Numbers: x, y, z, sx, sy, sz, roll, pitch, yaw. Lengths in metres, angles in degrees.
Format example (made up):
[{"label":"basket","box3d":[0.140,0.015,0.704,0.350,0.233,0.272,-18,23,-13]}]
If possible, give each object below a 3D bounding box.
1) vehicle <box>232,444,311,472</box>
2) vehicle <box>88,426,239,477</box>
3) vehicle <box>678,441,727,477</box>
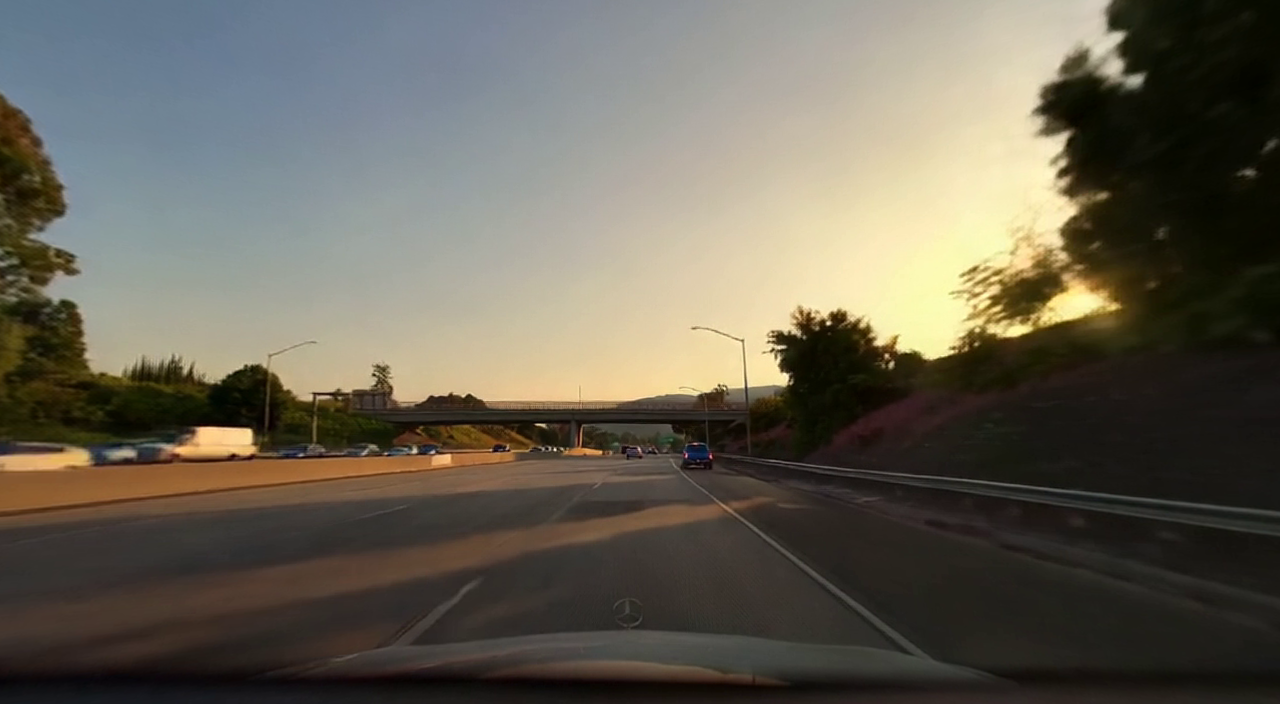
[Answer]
[{"label":"vehicle","box3d":[-20.416,5.871,35.173,1.833,1.457,4.188,0,-9,0]},{"label":"vehicle","box3d":[-23.720,5.018,31.888,2.808,2.299,6.041,0,-8,1]},{"label":"vehicle","box3d":[2.981,5.236,31.187,2.010,1.637,4.940,0,-9,1]}]
